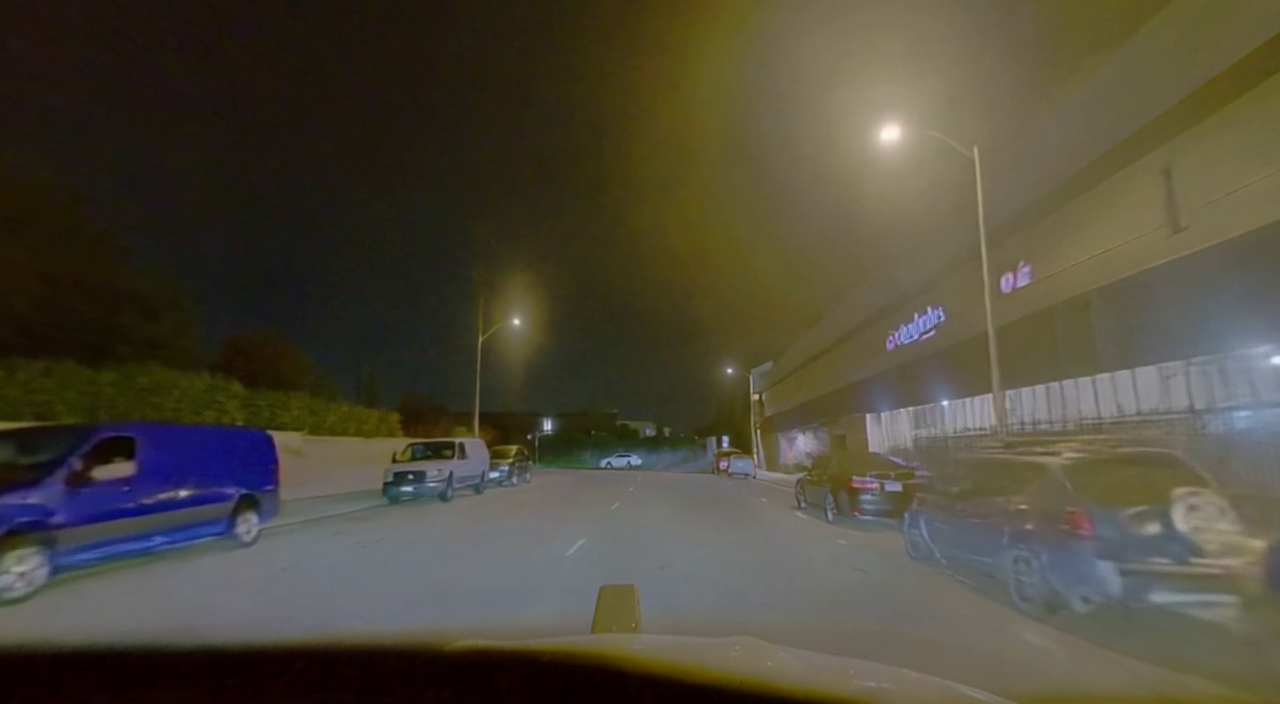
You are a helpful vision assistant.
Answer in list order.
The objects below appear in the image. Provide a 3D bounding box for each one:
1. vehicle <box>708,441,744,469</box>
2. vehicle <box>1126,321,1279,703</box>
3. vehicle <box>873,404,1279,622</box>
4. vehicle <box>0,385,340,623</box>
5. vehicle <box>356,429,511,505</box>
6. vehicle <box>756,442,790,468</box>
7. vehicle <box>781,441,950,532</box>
[{"bbox_3d":[6.239,7.503,46.454,2.158,1.900,5.376,0,-8,3],"label":"vehicle"},{"bbox_3d":[4.251,0.593,1.026,2.327,2.021,5.850,1,-8,1],"label":"vehicle"},{"bbox_3d":[4.561,1.666,7.584,1.941,1.810,4.364,0,-8,2],"label":"vehicle"},{"bbox_3d":[-6.365,1.671,7.951,2.304,1.937,5.720,-1,-8,1],"label":"vehicle"},{"bbox_3d":[-5.917,3.374,19.182,2.504,1.919,5.658,-1,-8,3],"label":"vehicle"},{"bbox_3d":[10.000,7.771,47.609,1.911,1.685,3.764,2,-12,3],"label":"vehicle"},{"bbox_3d":[4.571,2.745,13.695,2.050,1.475,4.613,1,-7,1],"label":"vehicle"}]
